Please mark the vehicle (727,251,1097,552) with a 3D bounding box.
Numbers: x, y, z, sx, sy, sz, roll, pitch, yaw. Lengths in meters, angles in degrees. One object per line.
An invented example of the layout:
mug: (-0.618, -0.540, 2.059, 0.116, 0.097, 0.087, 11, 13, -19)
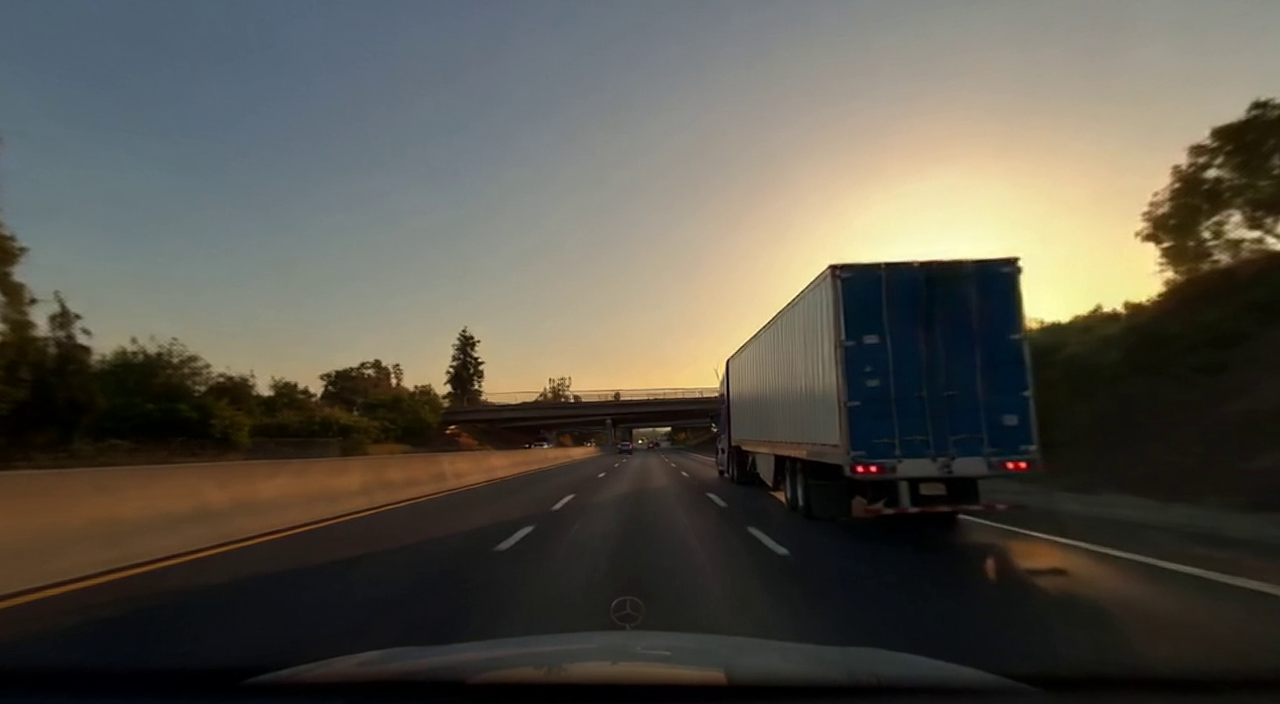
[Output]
vehicle: (4.141, 1.407, 13.763, 2.870, 3.768, 11.872, 0, -8, 0)
